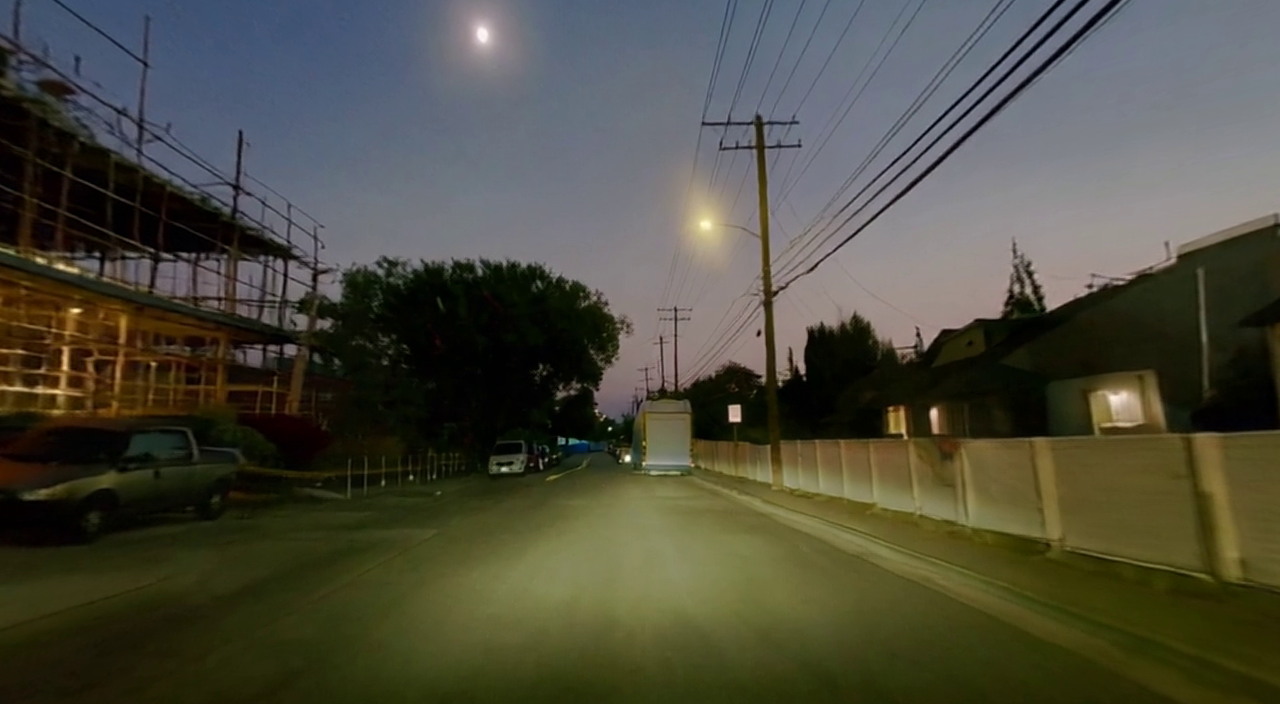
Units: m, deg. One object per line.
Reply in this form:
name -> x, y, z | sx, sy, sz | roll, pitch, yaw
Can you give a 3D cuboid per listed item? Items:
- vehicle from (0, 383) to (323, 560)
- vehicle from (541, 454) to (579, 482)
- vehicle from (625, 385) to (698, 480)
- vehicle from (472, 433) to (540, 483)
vehicle -> -7.706, 1.742, 9.729 | 2.238, 1.895, 5.648 | -1, -9, 6
vehicle -> -5.861, 8.509, 46.513 | 2.257, 1.916, 5.089 | 0, -9, -2
vehicle -> 0.861, 4.160, 30.613 | 2.915, 3.793, 9.963 | 1, -10, 0
vehicle -> -6.232, 4.915, 29.806 | 2.171, 1.910, 4.789 | -1, -5, 0
